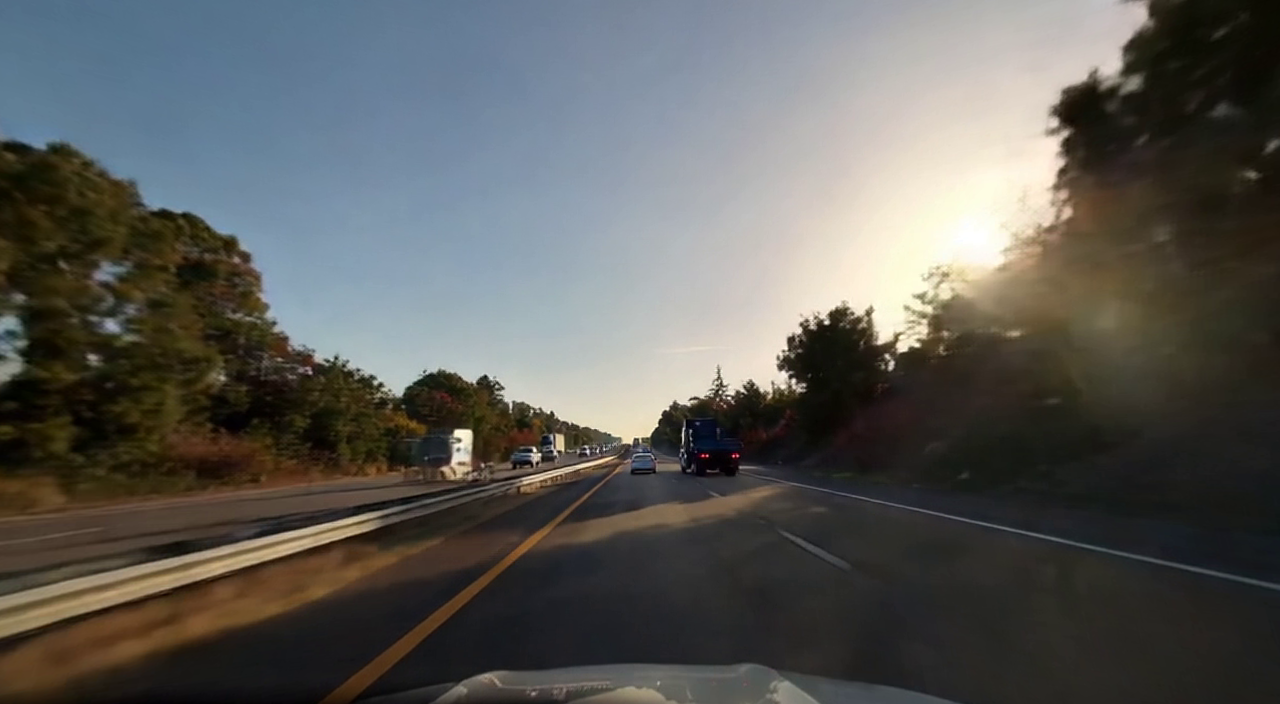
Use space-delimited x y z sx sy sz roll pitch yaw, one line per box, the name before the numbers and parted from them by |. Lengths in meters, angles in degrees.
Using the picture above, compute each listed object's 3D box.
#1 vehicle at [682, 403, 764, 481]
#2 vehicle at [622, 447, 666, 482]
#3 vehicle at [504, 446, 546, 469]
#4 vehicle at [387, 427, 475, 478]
vehicle | 4.340 5.223 36.061 2.885 3.679 12.102 0 -9 -1
vehicle | 0.181 5.218 29.517 1.939 1.495 3.612 -1 -9 0
vehicle | -7.943 7.365 43.980 2.039 1.492 4.464 -1 -9 1
vehicle | -7.806 3.825 23.999 1.952 1.755 4.079 -1 -9 0
